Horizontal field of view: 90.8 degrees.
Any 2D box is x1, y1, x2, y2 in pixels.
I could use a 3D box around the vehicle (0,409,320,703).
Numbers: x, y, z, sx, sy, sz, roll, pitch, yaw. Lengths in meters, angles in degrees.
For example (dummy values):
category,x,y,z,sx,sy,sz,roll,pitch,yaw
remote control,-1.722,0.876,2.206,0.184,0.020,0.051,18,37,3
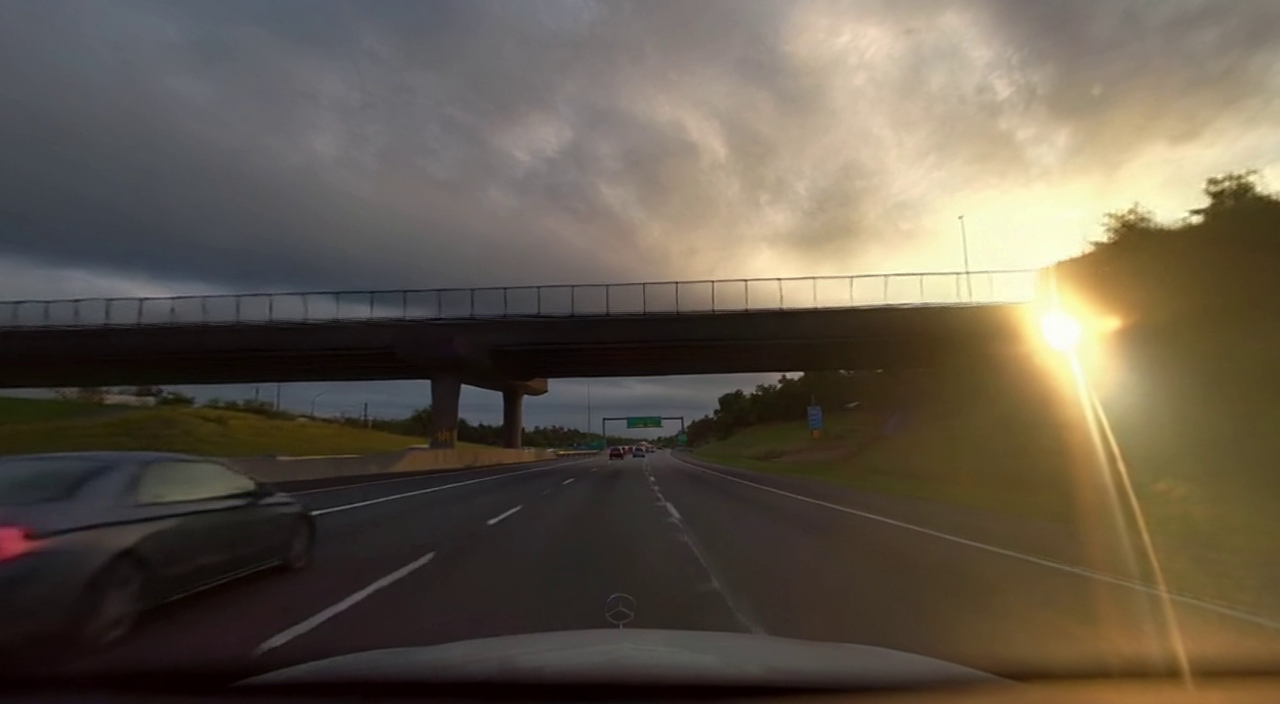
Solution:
category,x,y,z,sx,sy,sz,roll,pitch,yaw
vehicle,-4.377,1.268,4.529,2.055,1.535,4.073,0,-9,-1
